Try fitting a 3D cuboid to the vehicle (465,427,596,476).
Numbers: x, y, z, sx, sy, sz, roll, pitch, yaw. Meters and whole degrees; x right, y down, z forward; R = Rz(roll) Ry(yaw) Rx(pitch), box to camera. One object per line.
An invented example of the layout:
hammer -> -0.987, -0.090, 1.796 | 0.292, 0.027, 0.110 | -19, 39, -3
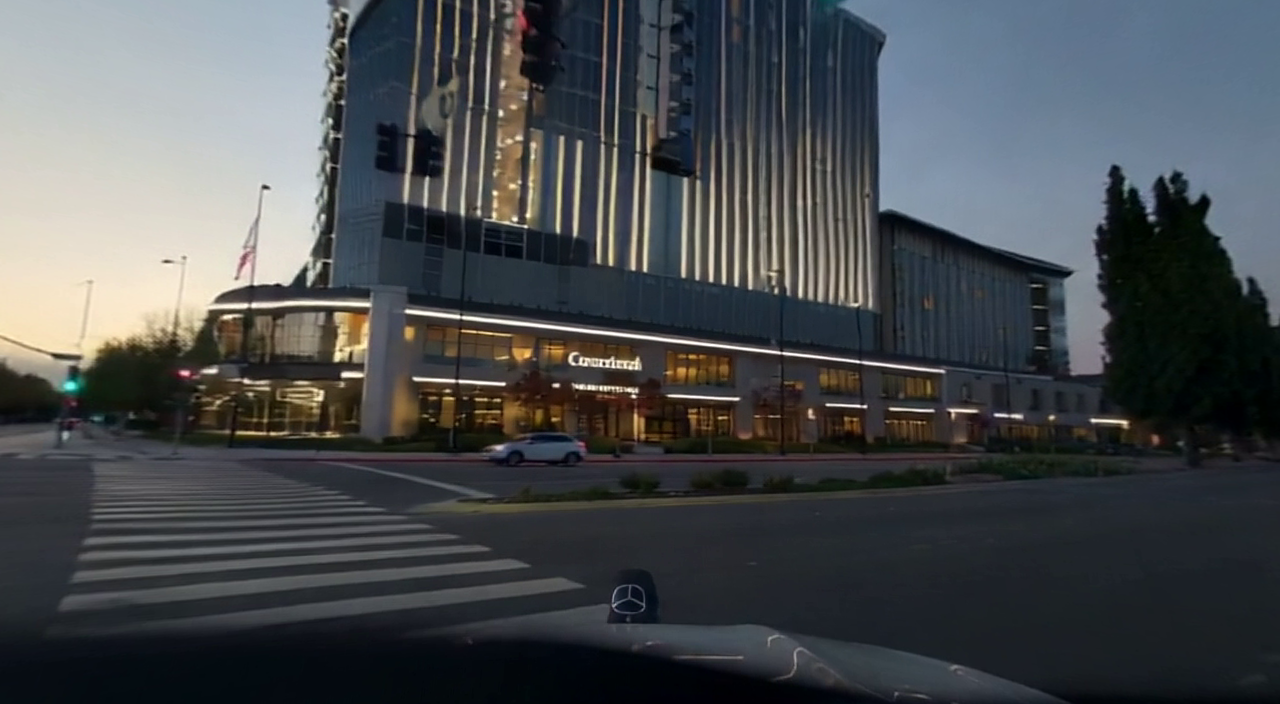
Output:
vehicle -> -4.282, 3.960, 25.036 | 4.713, 1.775, 2.030 | 7, -11, -37
